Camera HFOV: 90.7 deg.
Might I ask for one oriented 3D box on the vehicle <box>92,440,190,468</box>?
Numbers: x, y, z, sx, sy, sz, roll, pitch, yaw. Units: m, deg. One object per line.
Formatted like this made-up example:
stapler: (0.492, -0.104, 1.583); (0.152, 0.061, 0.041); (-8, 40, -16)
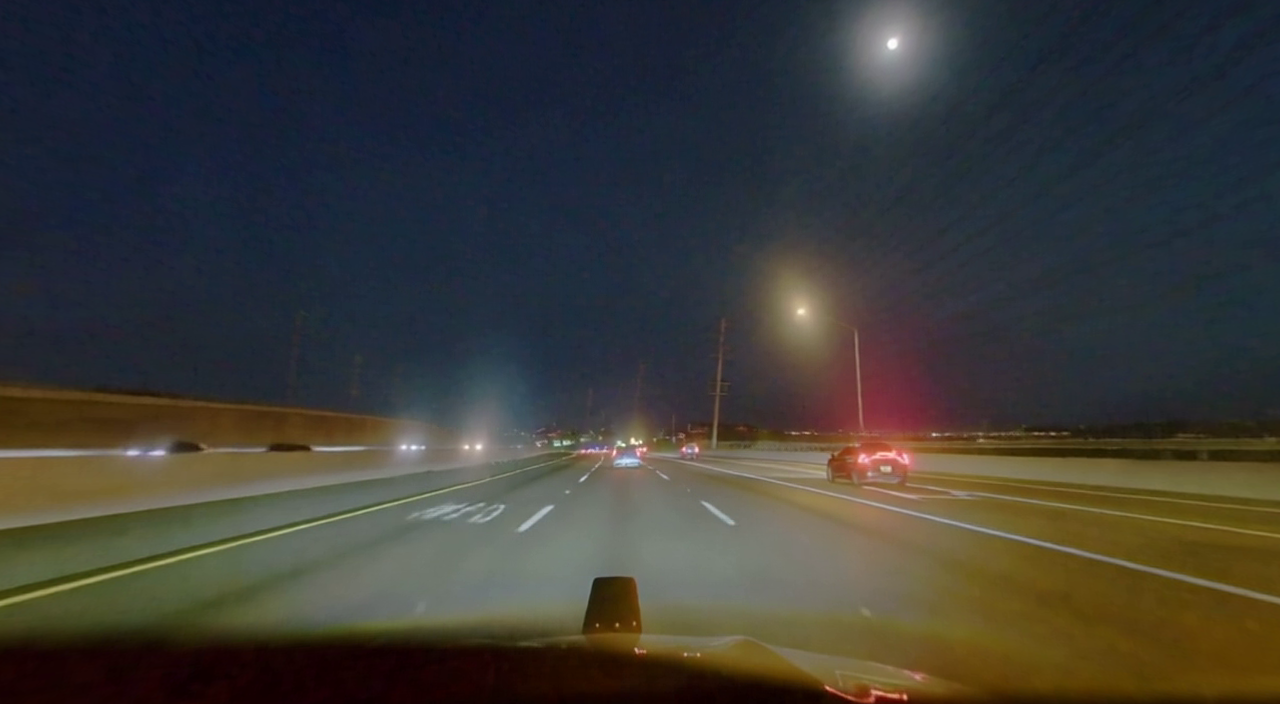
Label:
vehicle: (-28.053, 5.732, 35.806); (1.844, 1.468, 4.671); (0, -8, -2)

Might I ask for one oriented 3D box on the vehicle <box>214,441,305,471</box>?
vehicle: (-20.338, 5.556, 34.118); (2.073, 1.464, 4.750); (0, -8, -2)

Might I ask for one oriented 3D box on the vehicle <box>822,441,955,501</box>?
vehicle: (6.728, 3.240, 17.715); (1.876, 1.451, 4.154); (0, -8, -3)

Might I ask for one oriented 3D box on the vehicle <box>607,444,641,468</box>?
vehicle: (-1.130, 6.932, 42.477); (2.109, 1.489, 4.027); (0, -8, -3)
